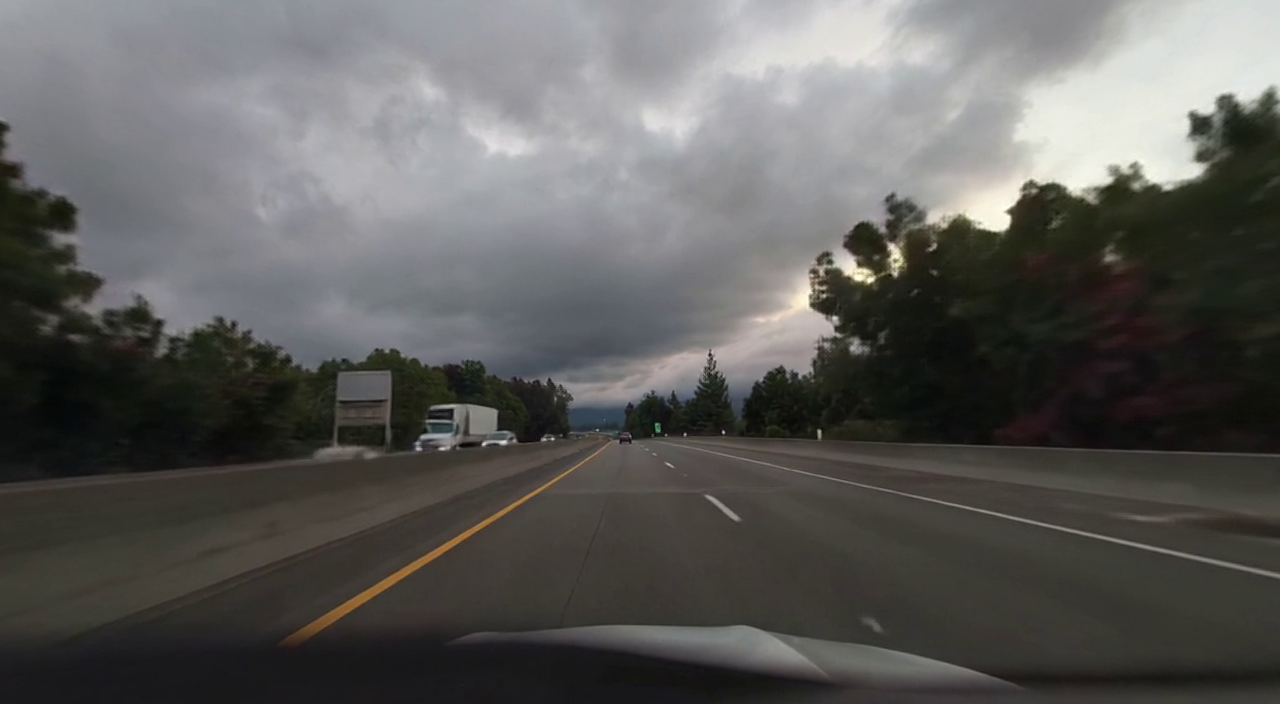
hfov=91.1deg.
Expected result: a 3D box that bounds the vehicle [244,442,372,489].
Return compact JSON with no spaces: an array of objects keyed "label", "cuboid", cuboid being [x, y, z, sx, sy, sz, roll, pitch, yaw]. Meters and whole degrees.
[{"label":"vehicle","cuboid":[-10.211,3.499,19.764,1.811,1.263,4.213,0,-8,-1]}]

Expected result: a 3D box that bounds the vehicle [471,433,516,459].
[{"label":"vehicle","cuboid":[-10.860,6.992,46.914,2.434,1.856,4.296,0,-8,-1]}]
